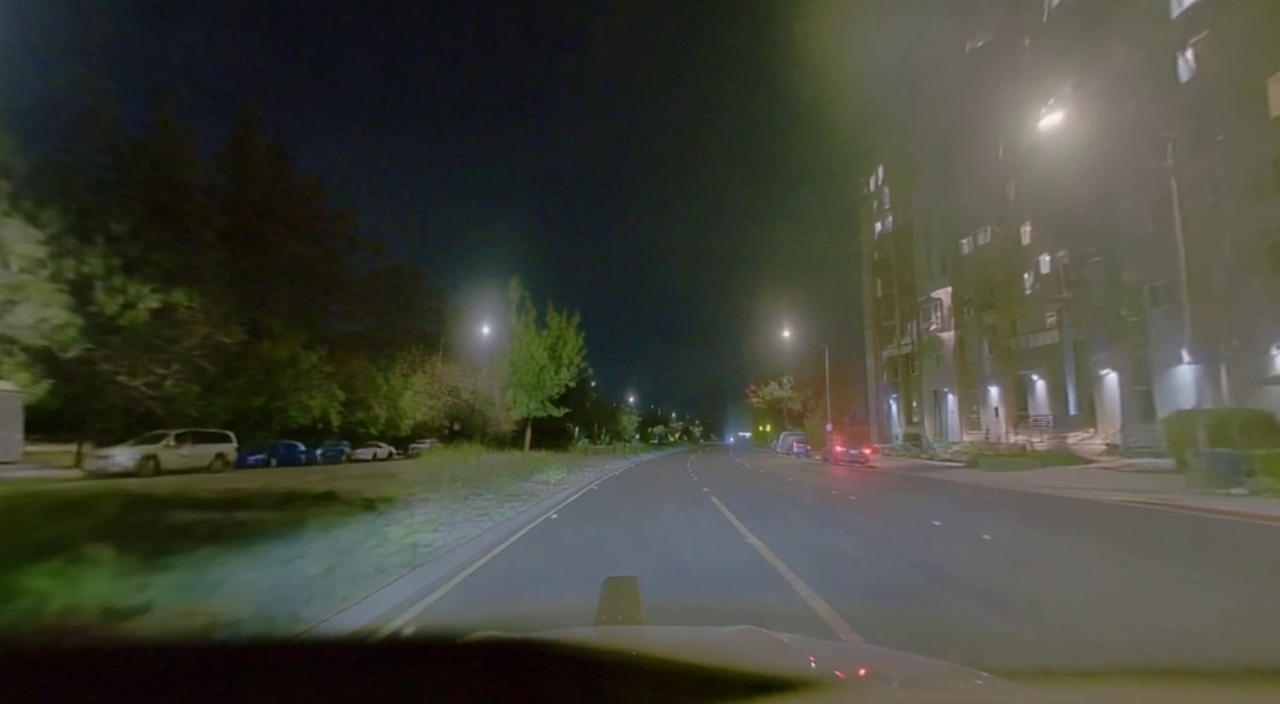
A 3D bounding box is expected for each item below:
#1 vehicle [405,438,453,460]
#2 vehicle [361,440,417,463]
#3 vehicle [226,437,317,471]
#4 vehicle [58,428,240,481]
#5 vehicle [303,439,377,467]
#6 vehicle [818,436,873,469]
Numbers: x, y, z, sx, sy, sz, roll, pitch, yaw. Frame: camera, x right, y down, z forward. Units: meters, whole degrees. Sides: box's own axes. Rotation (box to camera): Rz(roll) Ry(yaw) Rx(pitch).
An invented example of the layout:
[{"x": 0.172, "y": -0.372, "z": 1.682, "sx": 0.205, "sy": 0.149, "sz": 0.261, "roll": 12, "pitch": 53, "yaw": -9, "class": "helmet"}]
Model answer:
[{"x": -16.391, "y": 7.627, "z": 49.356, "sx": 1.908, "sy": 1.500, "sz": 4.470, "roll": -3, "pitch": -10, "yaw": 5, "class": "vehicle"}, {"x": -17.151, "y": 6.830, "z": 43.395, "sx": 1.829, "sy": 1.452, "sz": 4.562, "roll": -3, "pitch": -9, "yaw": 2, "class": "vehicle"}, {"x": -18.115, "y": 5.057, "z": 31.312, "sx": 1.802, "sy": 1.487, "sz": 4.359, "roll": -2, "pitch": -9, "yaw": 2, "class": "vehicle"}, {"x": -18.488, "y": 3.912, "z": 24.316, "sx": 2.226, "sy": 1.733, "sz": 5.775, "roll": -1, "pitch": -9, "yaw": 3, "class": "vehicle"}, {"x": -17.573, "y": 5.979, "z": 37.325, "sx": 1.823, "sy": 1.455, "sz": 4.680, "roll": -3, "pitch": -9, "yaw": 5, "class": "vehicle"}, {"x": 12.101, "y": 5.898, "z": 37.517, "sx": 2.037, "sy": 1.655, "sz": 4.760, "roll": 3, "pitch": -7, "yaw": 6, "class": "vehicle"}]
